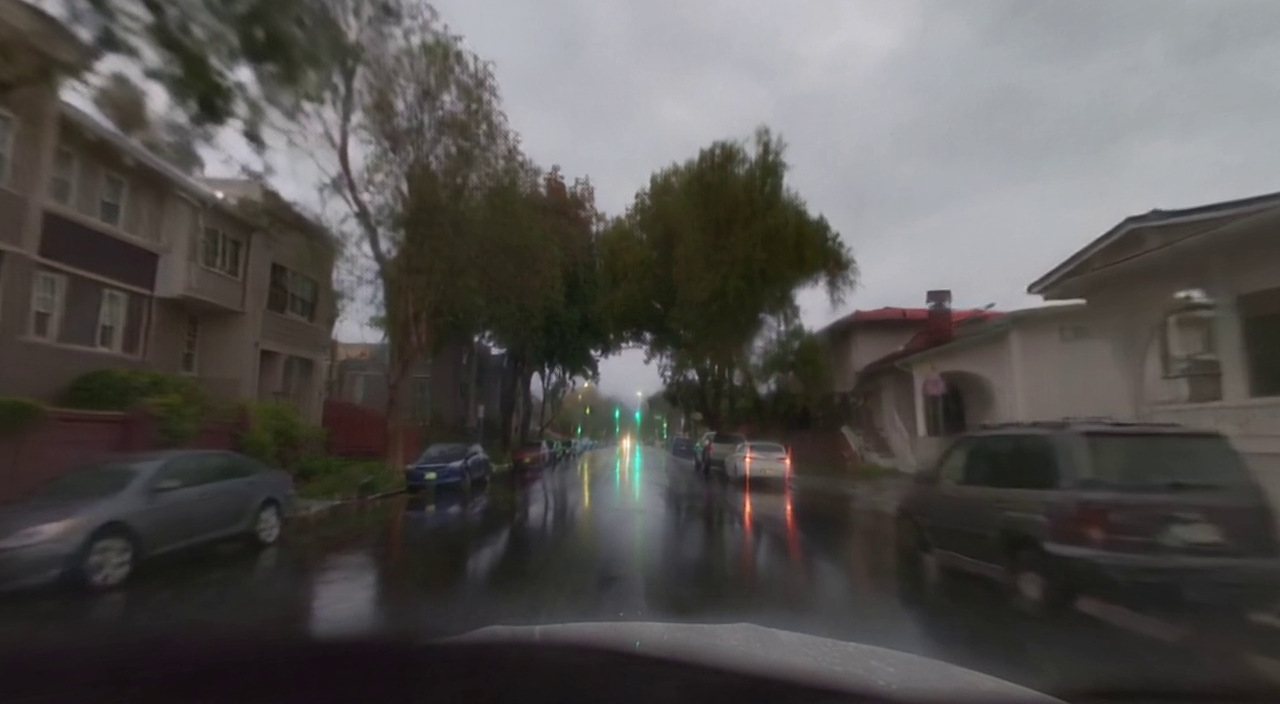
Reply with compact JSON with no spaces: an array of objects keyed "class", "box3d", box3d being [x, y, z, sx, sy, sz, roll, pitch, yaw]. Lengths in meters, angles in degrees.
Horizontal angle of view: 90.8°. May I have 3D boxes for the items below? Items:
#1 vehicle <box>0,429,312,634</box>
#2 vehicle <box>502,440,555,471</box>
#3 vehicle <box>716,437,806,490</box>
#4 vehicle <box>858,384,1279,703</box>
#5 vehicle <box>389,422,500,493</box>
[{"class":"vehicle","box3d":[-5.811,1.729,7.123,1.901,1.475,4.425,-5,-6,0]},{"class":"vehicle","box3d":[-5.771,5.395,33.241,1.998,1.485,4.476,0,-8,0]},{"class":"vehicle","box3d":[3.723,3.514,20.267,1.968,1.505,4.368,0,-8,0]},{"class":"vehicle","box3d":[3.517,1.287,5.098,1.950,1.647,4.425,0,-8,0]},{"class":"vehicle","box3d":[-5.922,3.287,19.749,2.106,1.760,4.573,-4,-9,-2]}]
